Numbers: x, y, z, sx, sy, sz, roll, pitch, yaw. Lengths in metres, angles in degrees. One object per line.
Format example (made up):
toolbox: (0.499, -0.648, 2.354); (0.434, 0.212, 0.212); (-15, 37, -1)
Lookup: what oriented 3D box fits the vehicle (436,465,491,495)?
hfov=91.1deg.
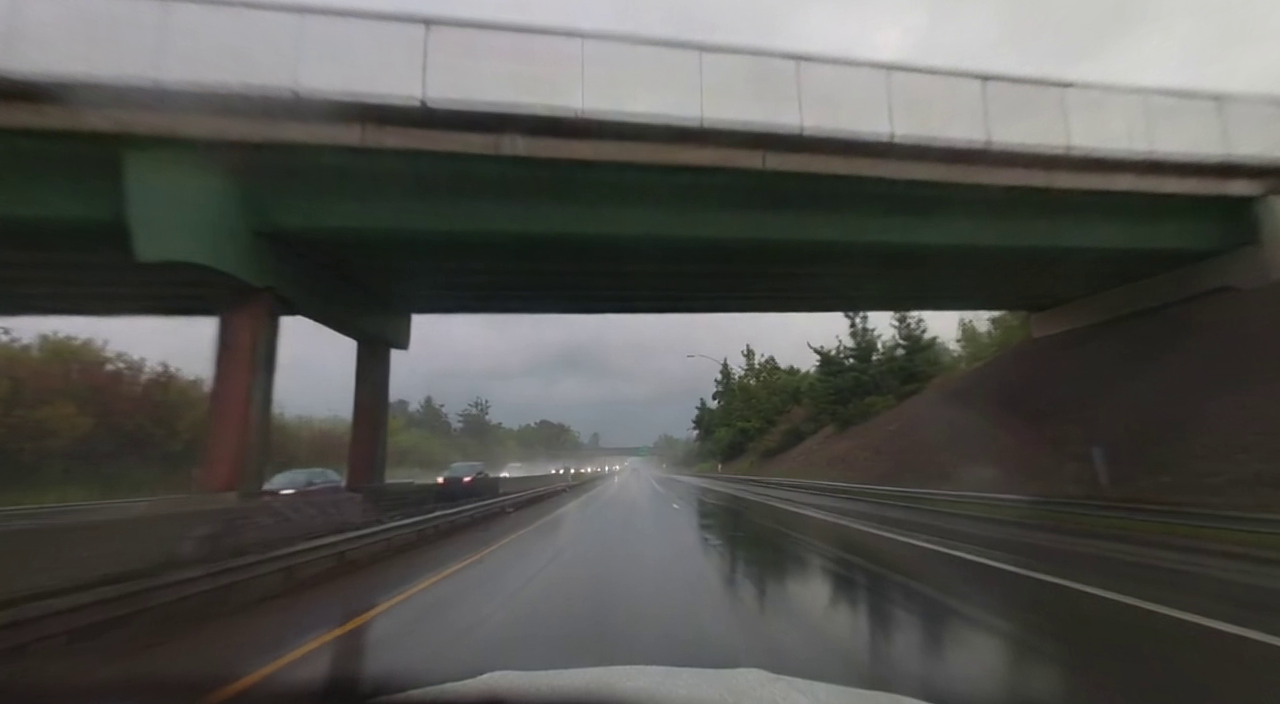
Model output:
vehicle: (-9.523, 6.931, 34.183); (1.787, 1.465, 3.822); (1, -10, 1)

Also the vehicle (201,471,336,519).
vehicle: (-13.019, 5.016, 22.446); (2.002, 1.461, 4.548); (1, -10, 0)
